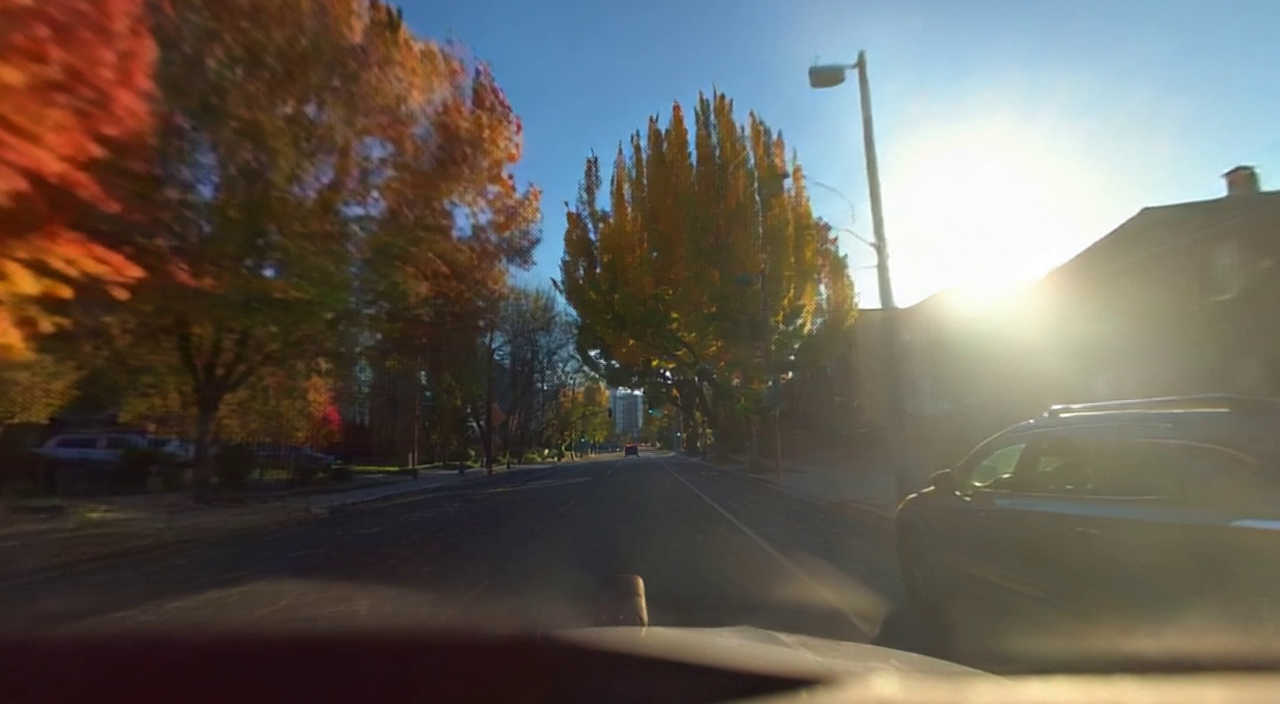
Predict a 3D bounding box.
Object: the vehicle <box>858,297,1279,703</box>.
[{"bbox_3d":[2.952,0.877,2.719,2.224,1.791,4.834,0,-9,-1],"label":"vehicle"}]
